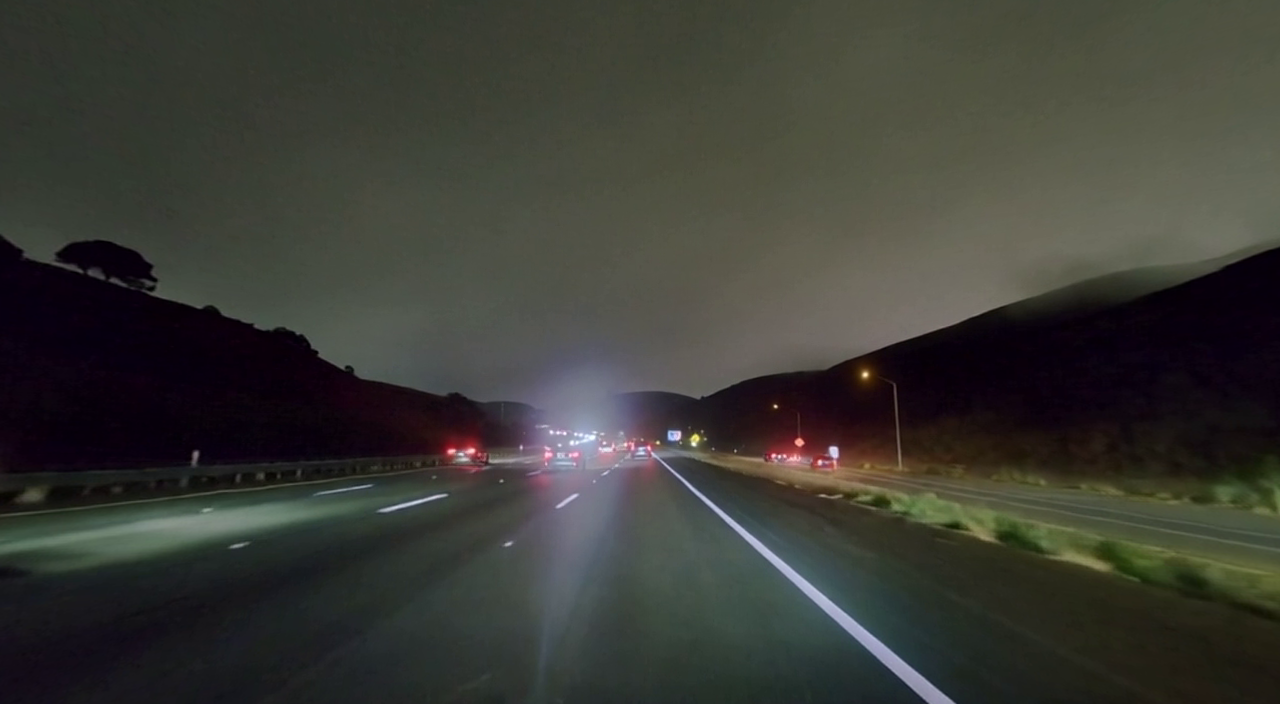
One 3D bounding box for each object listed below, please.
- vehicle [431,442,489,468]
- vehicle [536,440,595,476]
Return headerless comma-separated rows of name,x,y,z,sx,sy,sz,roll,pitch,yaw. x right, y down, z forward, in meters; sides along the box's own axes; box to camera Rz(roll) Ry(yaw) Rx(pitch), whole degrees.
vehicle,-10.717,6.164,38.006,1.945,1.466,4.947,0,-8,1
vehicle,-3.392,4.921,29.609,2.080,1.505,4.649,-1,-8,1
